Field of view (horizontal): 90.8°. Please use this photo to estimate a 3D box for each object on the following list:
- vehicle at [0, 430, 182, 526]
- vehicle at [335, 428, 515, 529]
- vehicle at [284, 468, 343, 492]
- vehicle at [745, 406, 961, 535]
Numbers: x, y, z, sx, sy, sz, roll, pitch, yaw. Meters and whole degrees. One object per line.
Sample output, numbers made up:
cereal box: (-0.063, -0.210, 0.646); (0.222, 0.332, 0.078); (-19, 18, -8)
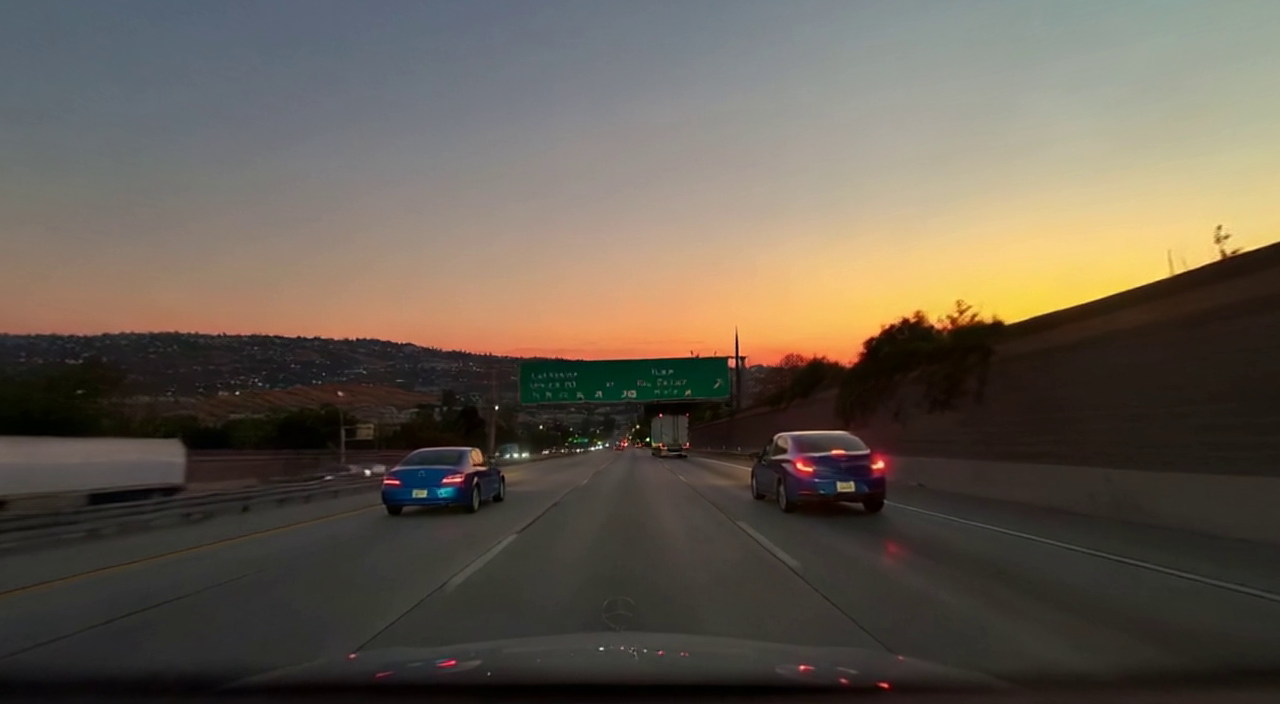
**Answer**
vehicle: (-29.000, 5.737, 29.235); (2.880, 4.106, 16.616); (0, -8, 1)
vehicle: (-3.948, 2.396, 12.620); (1.903, 1.607, 4.770); (0, -8, 0)
vehicle: (-25.449, 9.944, 49.469); (2.125, 1.590, 4.808); (0, -8, -1)
vehicle: (3.314, 1.959, 10.999); (2.065, 1.760, 4.488); (0, -8, -2)
